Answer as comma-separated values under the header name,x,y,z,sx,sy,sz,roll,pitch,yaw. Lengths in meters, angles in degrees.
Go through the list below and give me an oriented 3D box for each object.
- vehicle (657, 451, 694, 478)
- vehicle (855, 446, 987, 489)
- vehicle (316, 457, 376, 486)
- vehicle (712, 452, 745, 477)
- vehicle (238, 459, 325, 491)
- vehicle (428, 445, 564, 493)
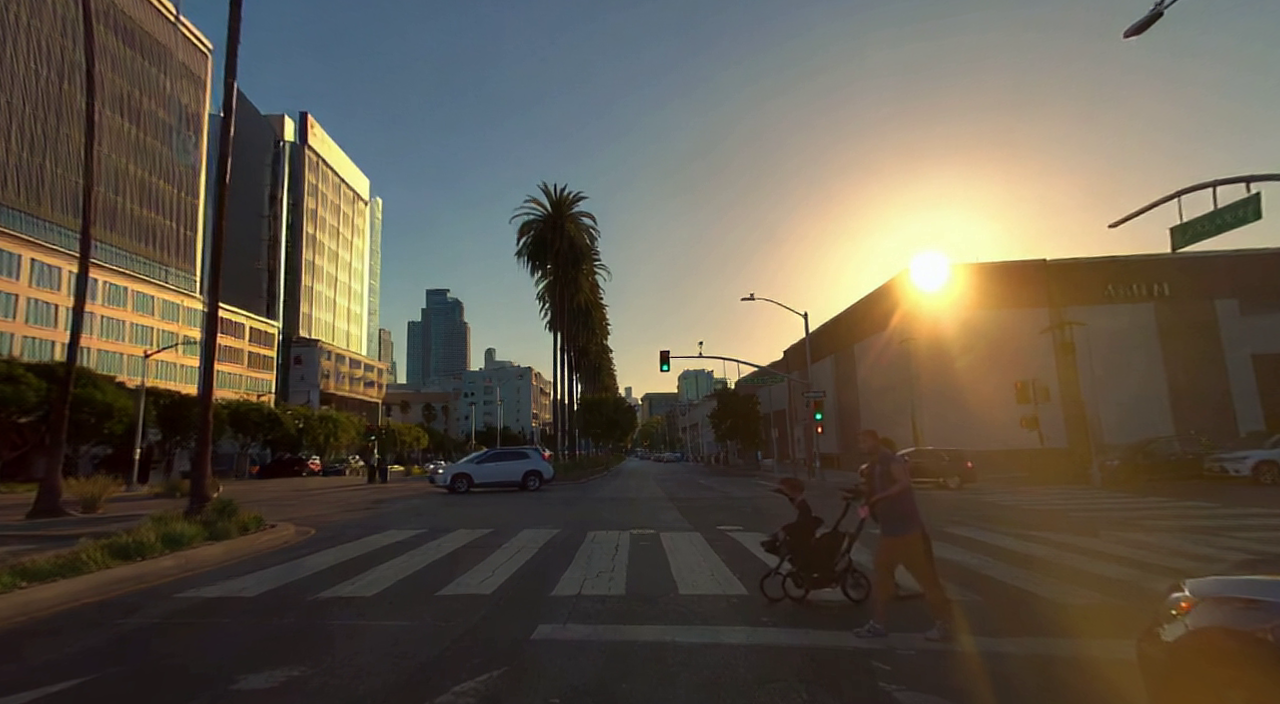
name,x,y,z,sx,sy,sz,roll,pitch,yaw
vehicle,2.522,8.228,46.550,2.325,1.810,4.827,0,-8,-1
vehicle,10.699,4.426,24.430,4.273,1.525,2.000,-2,-9,13
vehicle,-20.081,8.156,43.386,2.043,1.745,4.420,0,-8,-1
vehicle,6.490,8.270,46.807,2.176,1.690,4.138,-1,-8,4
vehicle,-19.956,6.857,35.430,2.069,1.540,4.774,0,-8,0
vehicle,-5.018,4.136,22.561,4.499,1.594,1.898,1,-9,-7
